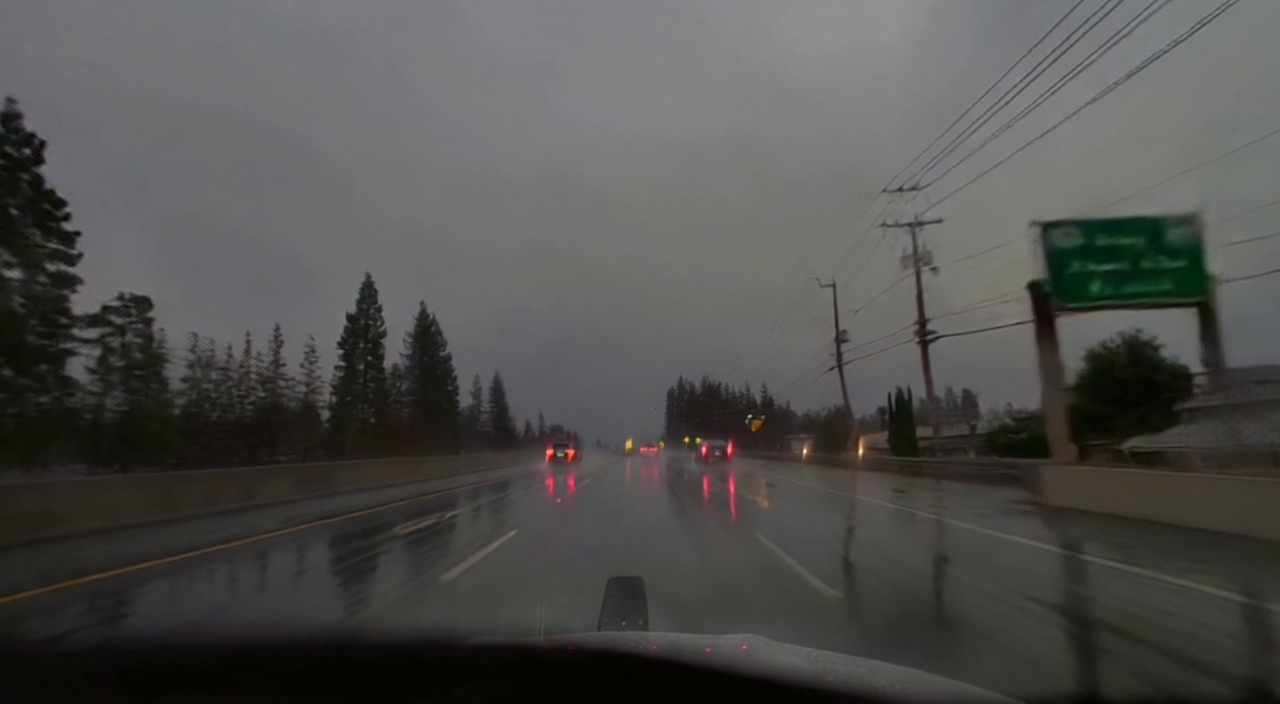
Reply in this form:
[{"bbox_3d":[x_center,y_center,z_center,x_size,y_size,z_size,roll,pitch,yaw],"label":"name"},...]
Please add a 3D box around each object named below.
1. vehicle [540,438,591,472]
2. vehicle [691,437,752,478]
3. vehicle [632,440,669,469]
[{"bbox_3d":[-4.108,5.738,35.366,2.217,1.773,4.553,0,-8,1],"label":"vehicle"},{"bbox_3d":[3.359,4.430,26.629,1.996,1.579,3.841,0,-8,-1],"label":"vehicle"},{"bbox_3d":[0.576,6.027,37.193,2.049,1.620,4.153,0,-8,0],"label":"vehicle"}]
